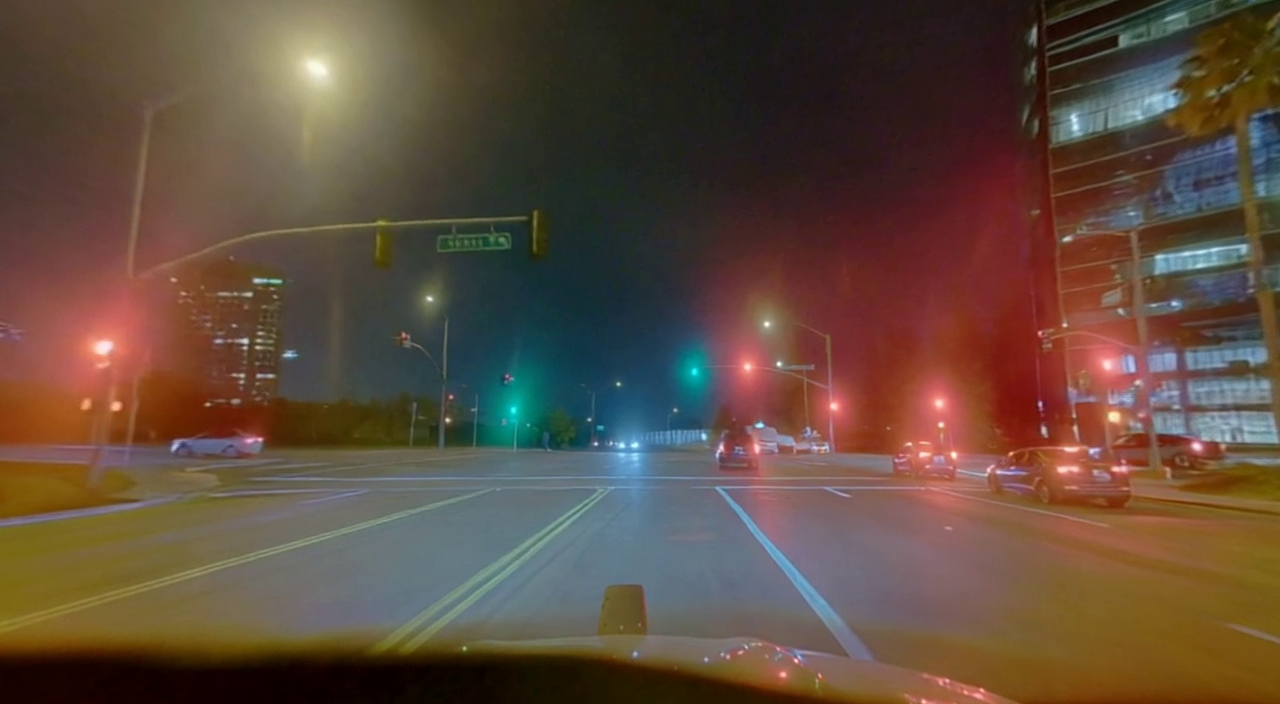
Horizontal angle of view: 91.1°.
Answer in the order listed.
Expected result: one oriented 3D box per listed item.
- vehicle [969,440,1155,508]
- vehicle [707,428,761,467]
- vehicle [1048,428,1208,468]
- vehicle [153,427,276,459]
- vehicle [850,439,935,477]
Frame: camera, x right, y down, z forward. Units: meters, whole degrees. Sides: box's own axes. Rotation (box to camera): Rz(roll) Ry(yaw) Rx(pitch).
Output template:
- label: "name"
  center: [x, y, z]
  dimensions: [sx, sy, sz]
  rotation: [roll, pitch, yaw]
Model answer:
- label: "vehicle"
  center: [10.452, 3.019, 16.043]
  dimensions: [1.896, 1.463, 4.296]
  rotation: [0, -8, 3]
- label: "vehicle"
  center: [4.621, 4.817, 31.640]
  dimensions: [2.203, 1.801, 4.331]
  rotation: [0, -9, 2]
- label: "vehicle"
  center: [25.436, 5.051, 32.946]
  dimensions: [6.170, 1.978, 2.399]
  rotation: [0, -10, 2]
- label: "vehicle"
  center: [-21.617, 4.631, 32.027]
  dimensions: [4.856, 1.528, 2.053]
  rotation: [-1, -8, 3]
- label: "vehicle"
  center: [10.554, 4.457, 26.642]
  dimensions: [1.860, 1.460, 4.379]
  rotation: [0, -8, 1]
